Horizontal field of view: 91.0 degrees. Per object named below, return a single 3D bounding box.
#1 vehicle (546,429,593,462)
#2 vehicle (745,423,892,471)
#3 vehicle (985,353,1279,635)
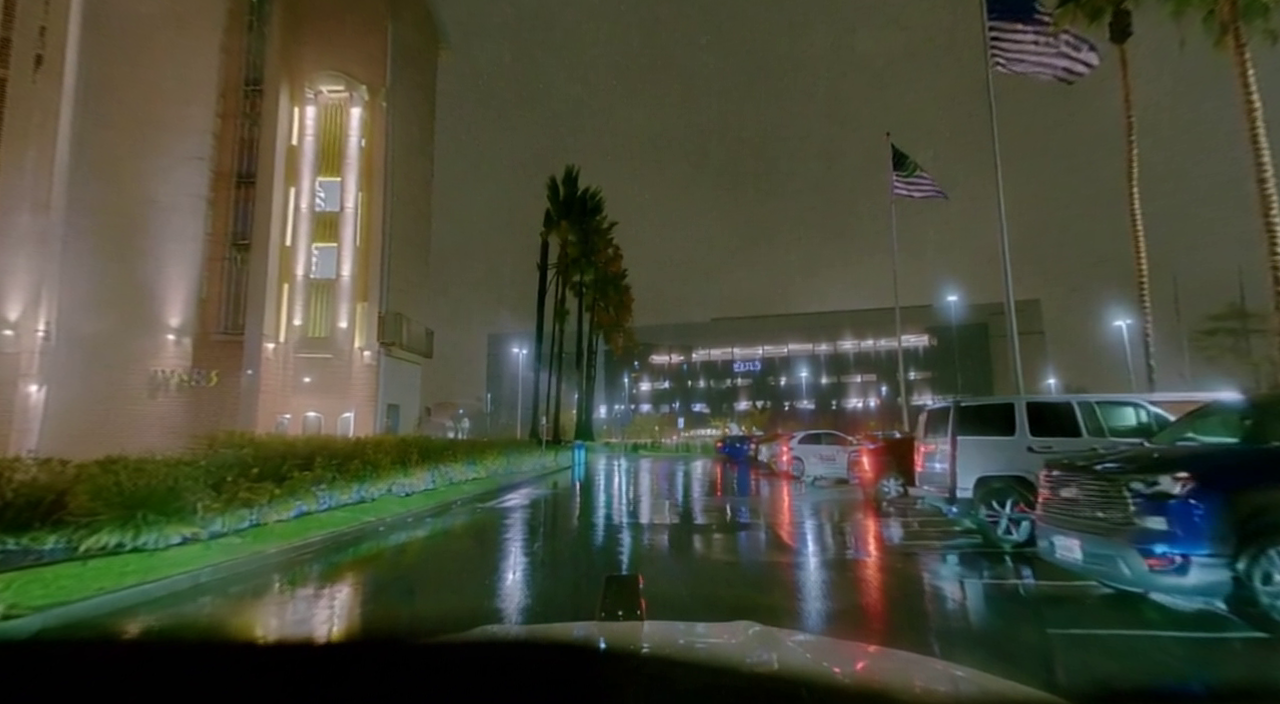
[{"bbox_3d":[-4.299,5.775,39.132,1.943,1.890,4.472,1,-7,5],"label":"vehicle"},{"bbox_3d":[6.849,3.725,24.699,5.254,1.793,1.998,-1,-8,7],"label":"vehicle"},{"bbox_3d":[5.511,0.986,4.779,4.567,1.723,1.926,0,-8,4],"label":"vehicle"}]
